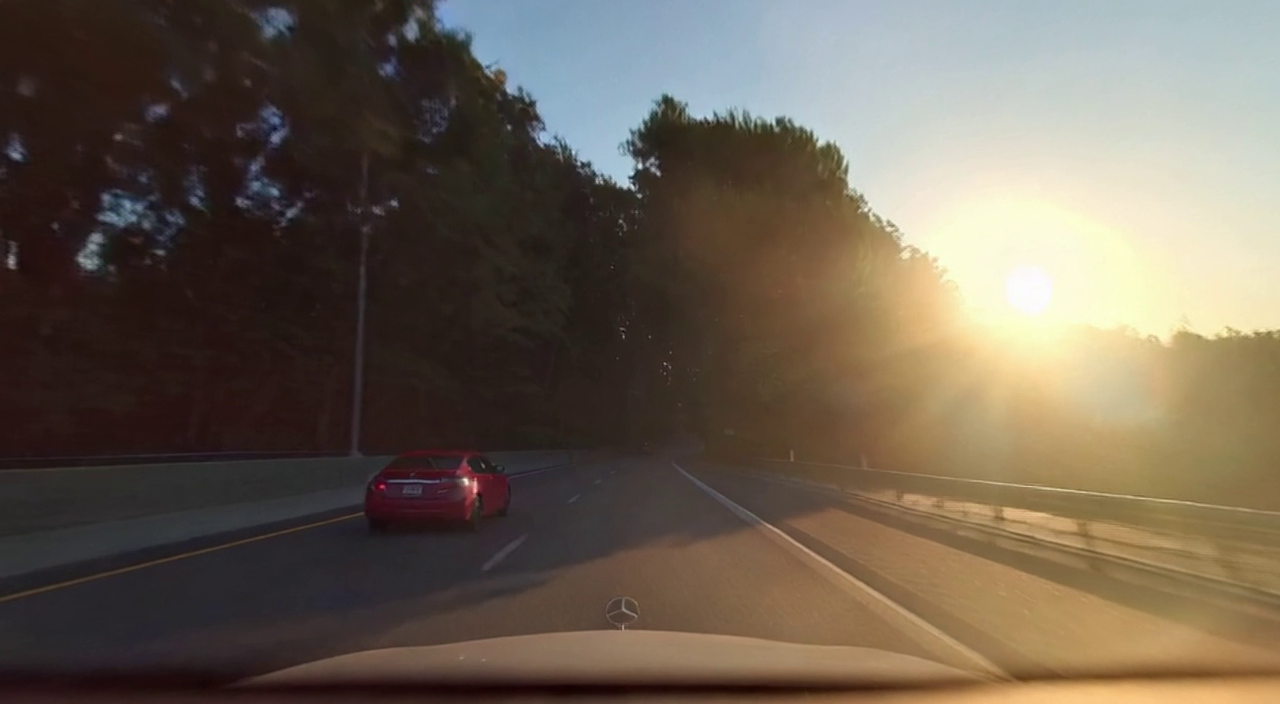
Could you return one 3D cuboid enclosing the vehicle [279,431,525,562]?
[{"bbox_3d":[-3.105,1.976,9.314,1.934,1.486,4.115,0,-9,1],"label":"vehicle"}]
